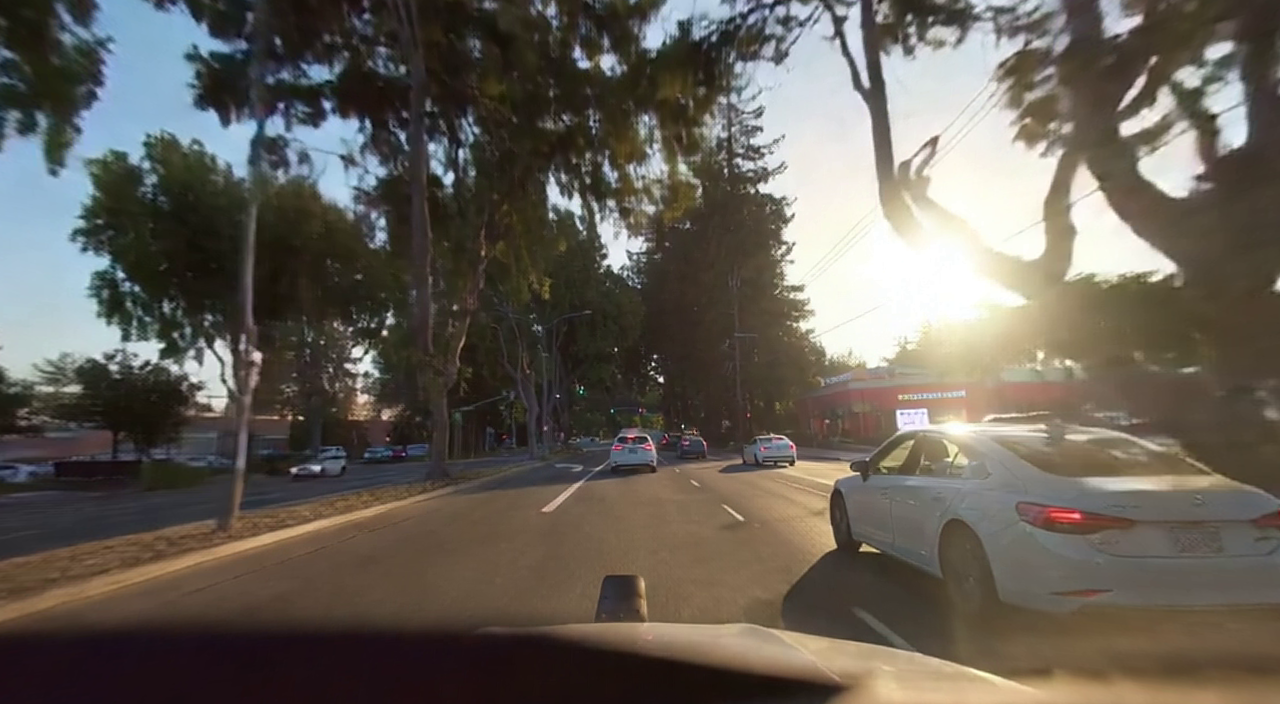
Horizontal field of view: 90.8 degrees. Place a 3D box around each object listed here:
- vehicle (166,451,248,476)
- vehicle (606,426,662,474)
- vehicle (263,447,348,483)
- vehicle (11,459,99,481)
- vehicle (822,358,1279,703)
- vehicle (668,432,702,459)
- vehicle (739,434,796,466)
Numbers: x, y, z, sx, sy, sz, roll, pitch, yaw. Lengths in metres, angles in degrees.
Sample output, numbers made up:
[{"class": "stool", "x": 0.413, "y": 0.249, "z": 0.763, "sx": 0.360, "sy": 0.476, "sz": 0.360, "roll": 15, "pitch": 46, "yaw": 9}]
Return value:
[{"class": "vehicle", "x": -30.341, "y": 7.797, "z": 44.345, "sx": 4.228, "sy": 1.680, "sz": 2.024, "roll": 0, "pitch": -8, "yaw": 0}, {"class": "vehicle", "x": -0.244, "y": 4.012, "z": 26.024, "sx": 2.106, "sy": 1.798, "sz": 4.168, "roll": 0, "pitch": -8, "yaw": -1}, {"class": "vehicle", "x": -17.184, "y": 5.793, "z": 32.735, "sx": 1.984, "sy": 1.492, "sz": 4.677, "roll": -5, "pitch": -8, "yaw": -1}, {"class": "vehicle", "x": -42.957, "y": 8.653, "z": 46.437, "sx": 4.559, "sy": 1.441, "sz": 1.815, "roll": 0, "pitch": -8, "yaw": -1}, {"class": "vehicle", "x": 3.242, "y": 1.168, "z": 5.064, "sx": 2.153, "sy": 1.658, "sz": 4.485, "roll": 0, "pitch": -8, "yaw": -1}, {"class": "vehicle", "x": 3.091, "y": 6.531, "z": 44.303, "sx": 2.000, "sy": 1.745, "sz": 4.206, "roll": 0, "pitch": -8, "yaw": -2}, {"class": "vehicle", "x": 6.334, "y": 4.922, "z": 31.870, "sx": 1.883, "sy": 1.452, "sz": 4.258, "roll": 0, "pitch": -8, "yaw": -1}]
